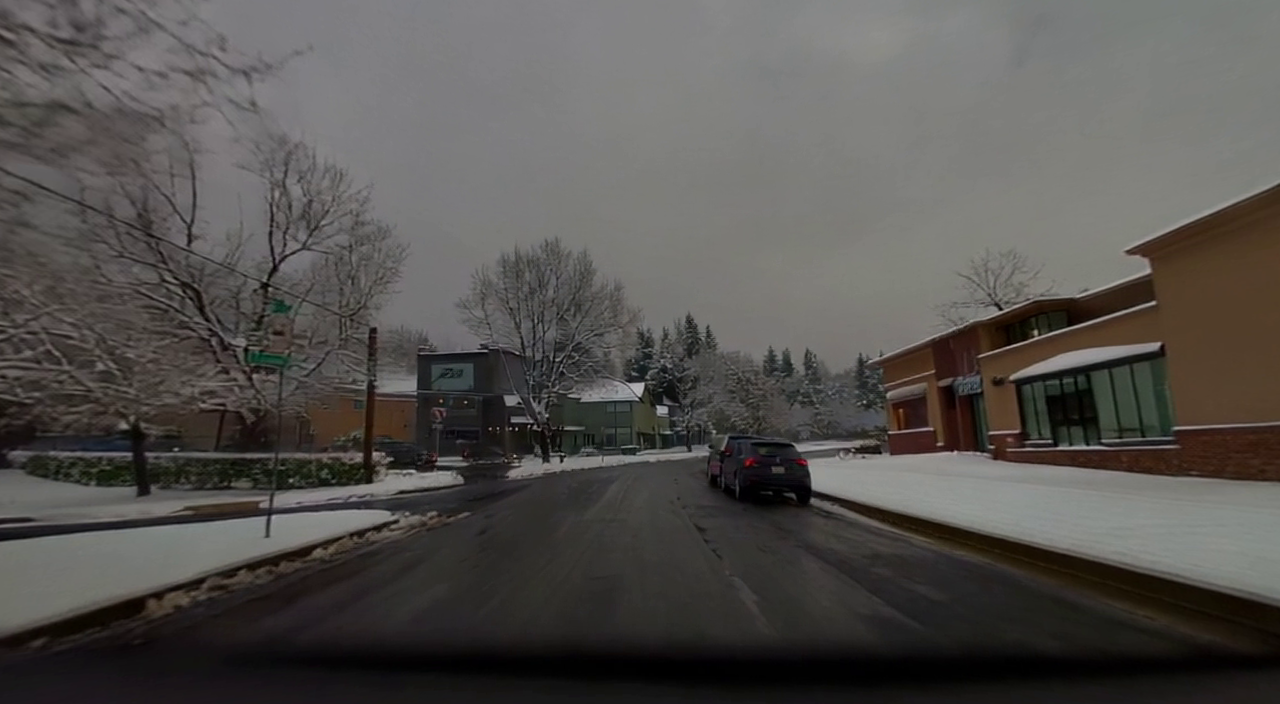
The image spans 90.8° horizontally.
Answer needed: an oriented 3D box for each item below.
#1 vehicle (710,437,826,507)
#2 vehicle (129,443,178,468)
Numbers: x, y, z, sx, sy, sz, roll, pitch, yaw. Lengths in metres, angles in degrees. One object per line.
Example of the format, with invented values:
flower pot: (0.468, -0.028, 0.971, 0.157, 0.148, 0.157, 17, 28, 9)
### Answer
vehicle: (3.113, 3.028, 16.417, 2.064, 1.532, 4.596, 0, -9, 0)
vehicle: (-36.943, 7.829, 47.922, 2.419, 1.687, 4.157, 9, -11, -42)
